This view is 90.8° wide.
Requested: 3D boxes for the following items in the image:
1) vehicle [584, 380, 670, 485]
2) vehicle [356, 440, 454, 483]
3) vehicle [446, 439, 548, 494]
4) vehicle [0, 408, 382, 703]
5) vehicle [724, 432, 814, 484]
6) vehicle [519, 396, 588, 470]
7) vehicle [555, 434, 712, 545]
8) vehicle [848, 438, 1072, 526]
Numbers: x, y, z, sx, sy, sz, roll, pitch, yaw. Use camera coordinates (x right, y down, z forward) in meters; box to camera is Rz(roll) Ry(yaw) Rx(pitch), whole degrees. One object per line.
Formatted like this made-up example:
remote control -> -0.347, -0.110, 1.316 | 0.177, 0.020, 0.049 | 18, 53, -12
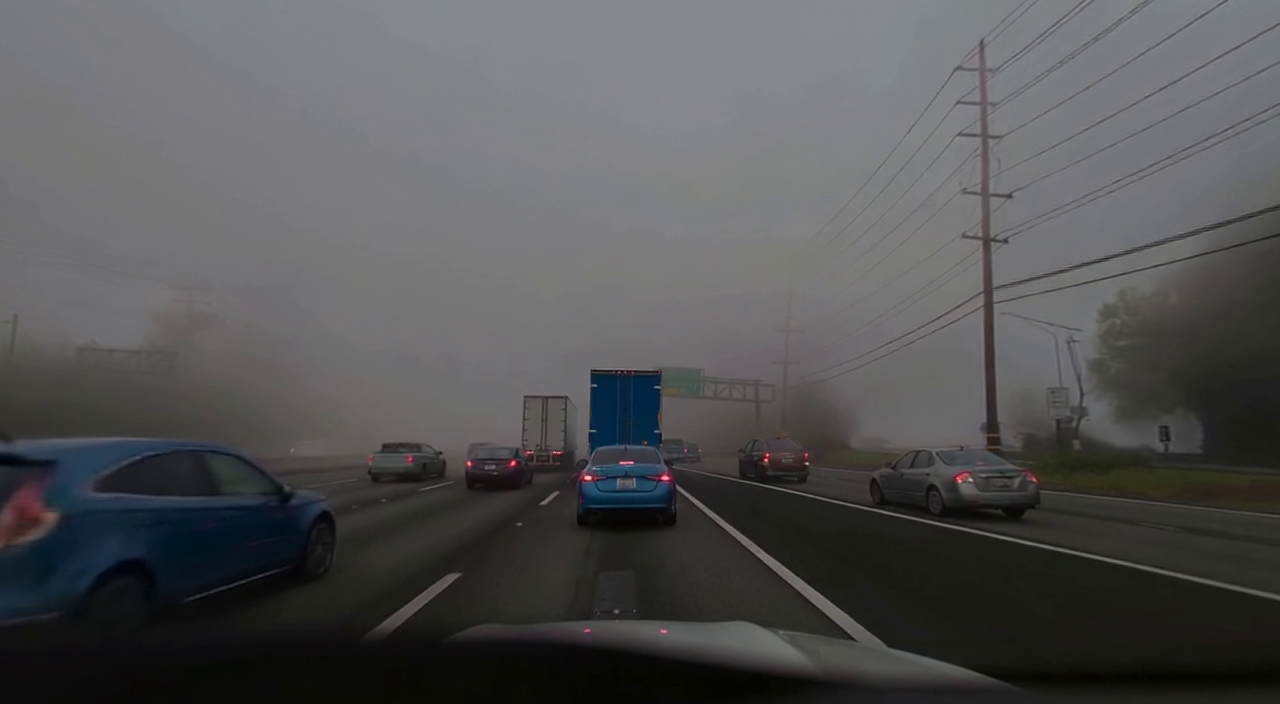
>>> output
vehicle -> -0.613, 3.348, 25.619 | 2.909, 3.518, 8.262 | 0, -9, -2
vehicle -> -8.690, 4.093, 23.869 | 2.008, 1.454, 4.693 | 0, -9, -2
vehicle -> -4.214, 3.458, 19.550 | 2.090, 1.463, 4.968 | 0, -9, -1
vehicle -> -3.858, 1.225, 4.411 | 1.960, 1.450, 5.246 | 0, -9, -1
vehicle -> 4.532, 3.816, 22.914 | 2.023, 1.676, 4.002 | 1, -9, -6
vehicle -> -5.796, 6.097, 45.951 | 3.150, 4.298, 17.928 | 0, -9, -2
vehicle -> -0.203, 2.159, 10.581 | 2.112, 1.463, 4.012 | 0, -9, -3
vehicle -> 5.909, 2.426, 12.372 | 1.878, 1.406, 4.164 | 1, -9, -6
